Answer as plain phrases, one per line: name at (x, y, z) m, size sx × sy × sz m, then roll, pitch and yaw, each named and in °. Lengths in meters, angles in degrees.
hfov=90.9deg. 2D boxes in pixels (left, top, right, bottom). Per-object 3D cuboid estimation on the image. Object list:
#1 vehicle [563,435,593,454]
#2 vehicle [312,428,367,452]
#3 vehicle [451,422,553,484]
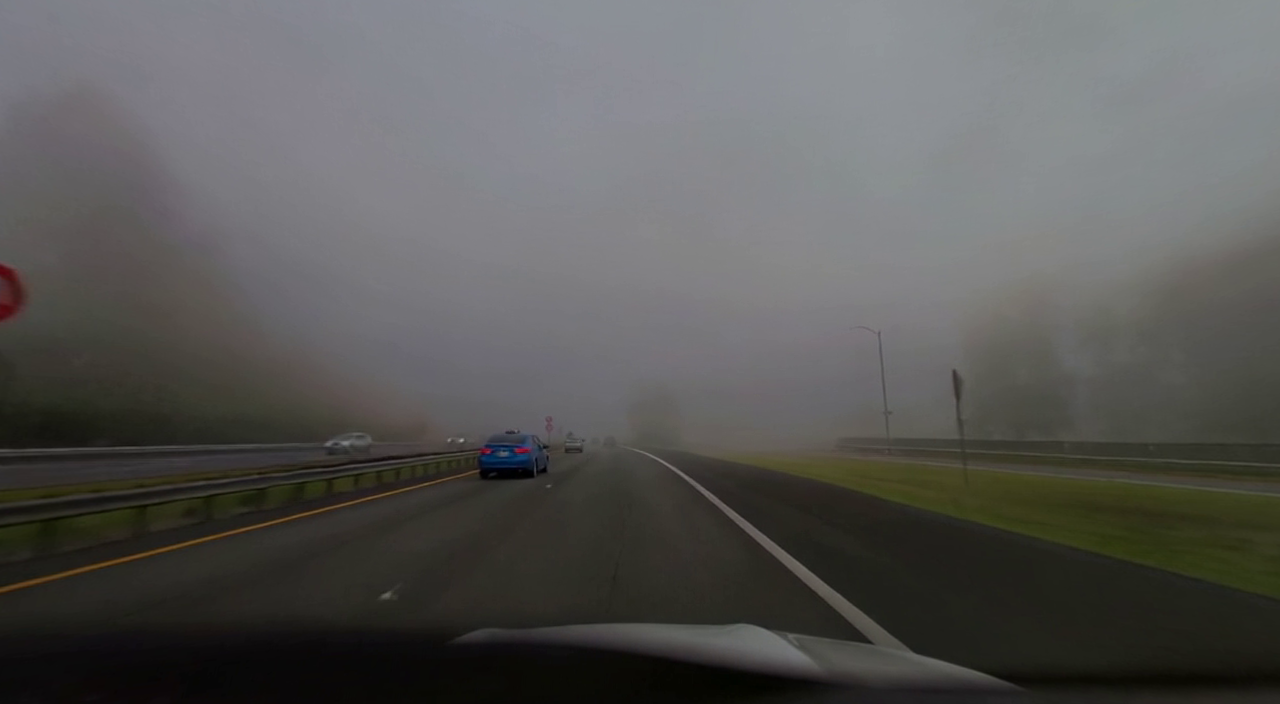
vehicle at (-4.460, 6.698, 45.783) m, size 1.874 × 1.369 × 3.875 m, roll 0°, pitch -8°, yaw -1°
vehicle at (-20.565, 6.036, 43.385) m, size 1.885 × 1.527 × 4.124 m, roll 0°, pitch -8°, yaw -2°
vehicle at (-3.944, 2.961, 18.848) m, size 2.047 × 1.612 × 4.631 m, roll 0°, pitch -8°, yaw -1°
